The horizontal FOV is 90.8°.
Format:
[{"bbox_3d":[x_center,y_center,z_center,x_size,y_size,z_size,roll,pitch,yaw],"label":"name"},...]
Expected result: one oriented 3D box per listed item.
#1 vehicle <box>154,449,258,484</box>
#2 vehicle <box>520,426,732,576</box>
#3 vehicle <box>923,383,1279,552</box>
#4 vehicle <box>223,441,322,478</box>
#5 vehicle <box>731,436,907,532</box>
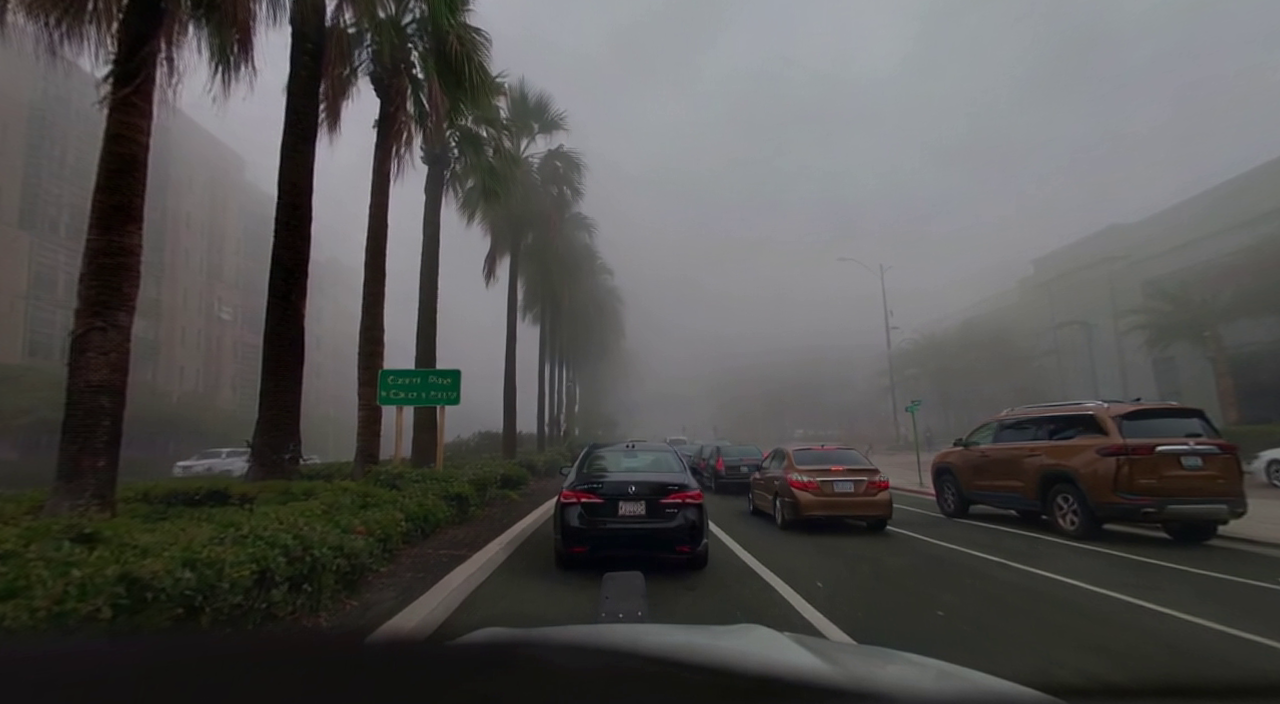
[{"bbox_3d":[-24.060,6.319,35.313,2.055,1.759,5.200,0,-8,0],"label":"vehicle"},{"bbox_3d":[-0.158,1.813,8.461,2.158,1.498,3.919,0,-8,0],"label":"vehicle"},{"bbox_3d":[7.193,1.832,10.643,2.254,2.072,5.577,0,-8,0],"label":"vehicle"},{"bbox_3d":[-20.516,6.015,35.638,2.306,1.880,5.537,0,-8,-1],"label":"vehicle"},{"bbox_3d":[3.089,2.362,11.992,1.925,1.451,4.436,0,-8,-2],"label":"vehicle"}]
